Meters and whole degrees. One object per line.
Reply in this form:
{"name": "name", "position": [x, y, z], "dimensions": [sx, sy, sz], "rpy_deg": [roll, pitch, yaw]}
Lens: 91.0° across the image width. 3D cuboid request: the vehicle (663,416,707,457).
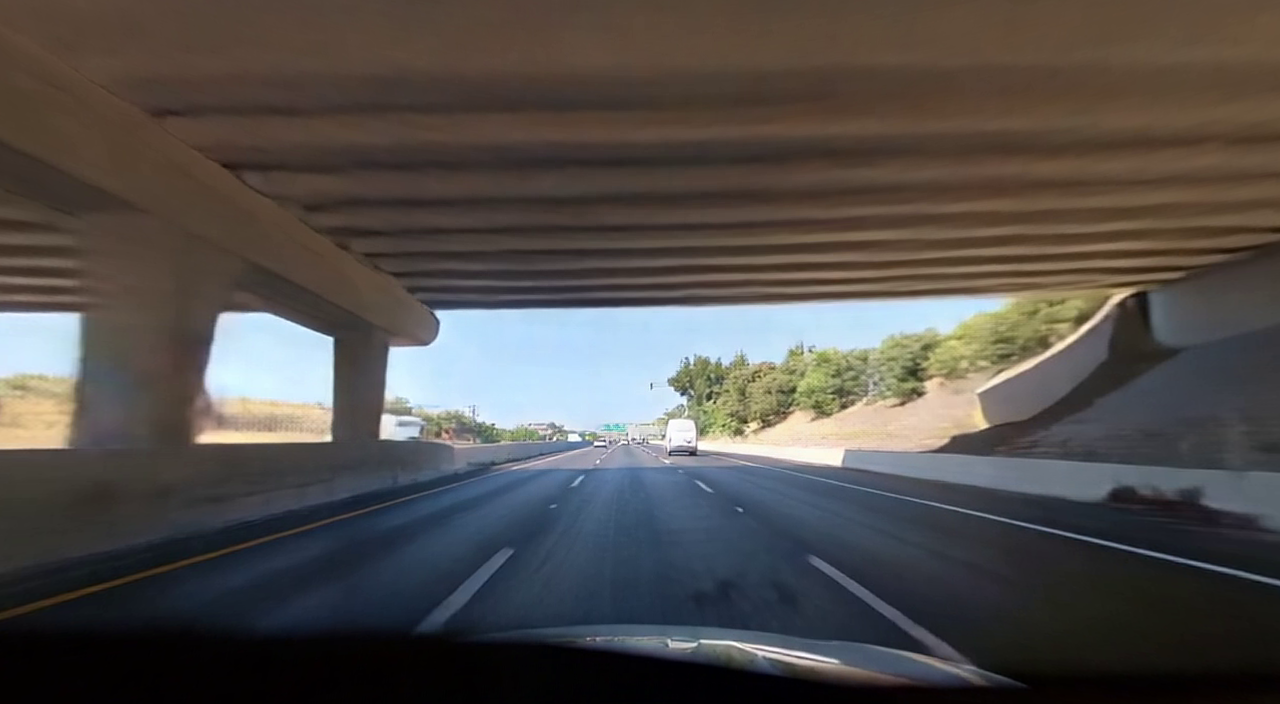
{"name": "vehicle", "position": [3.140, 6.154, 45.703], "dimensions": [2.431, 2.667, 6.921], "rpy_deg": [0, -8, -2]}
